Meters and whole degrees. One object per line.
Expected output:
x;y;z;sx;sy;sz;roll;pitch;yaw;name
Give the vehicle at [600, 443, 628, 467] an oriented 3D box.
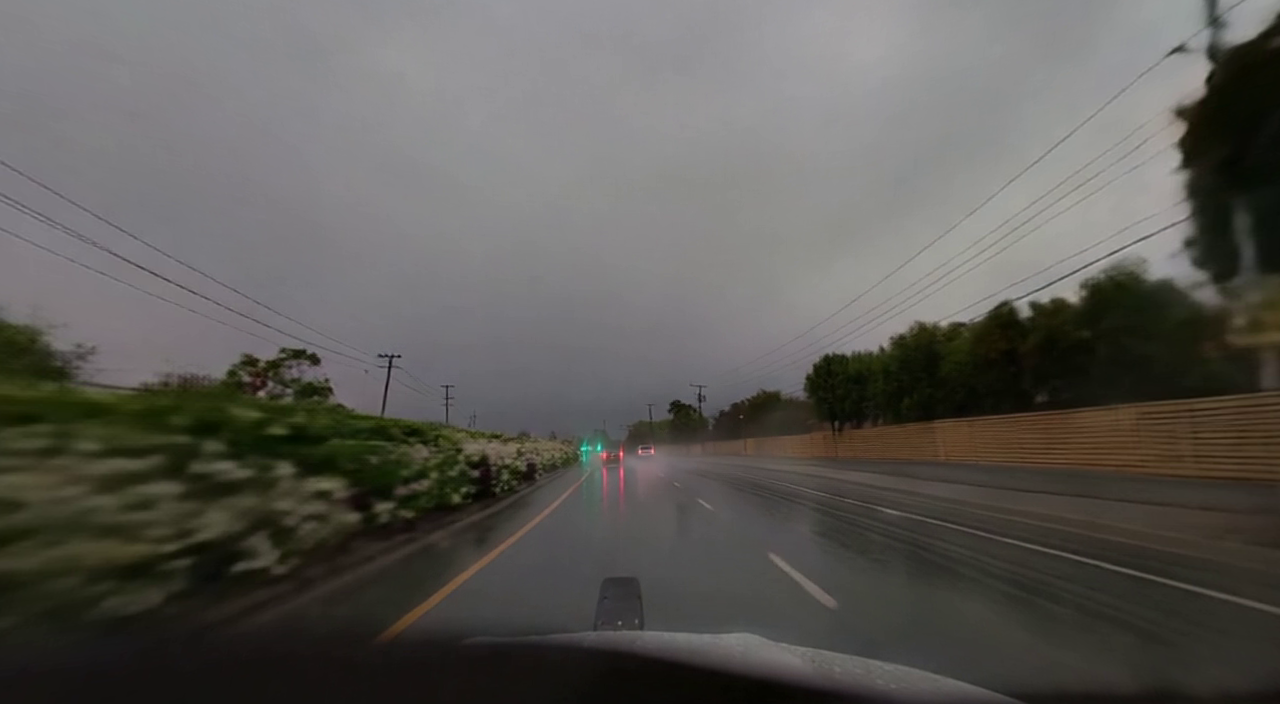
-1.935;7.520;46.200;2.005;1.633;4.044;0;-9;-3;vehicle
